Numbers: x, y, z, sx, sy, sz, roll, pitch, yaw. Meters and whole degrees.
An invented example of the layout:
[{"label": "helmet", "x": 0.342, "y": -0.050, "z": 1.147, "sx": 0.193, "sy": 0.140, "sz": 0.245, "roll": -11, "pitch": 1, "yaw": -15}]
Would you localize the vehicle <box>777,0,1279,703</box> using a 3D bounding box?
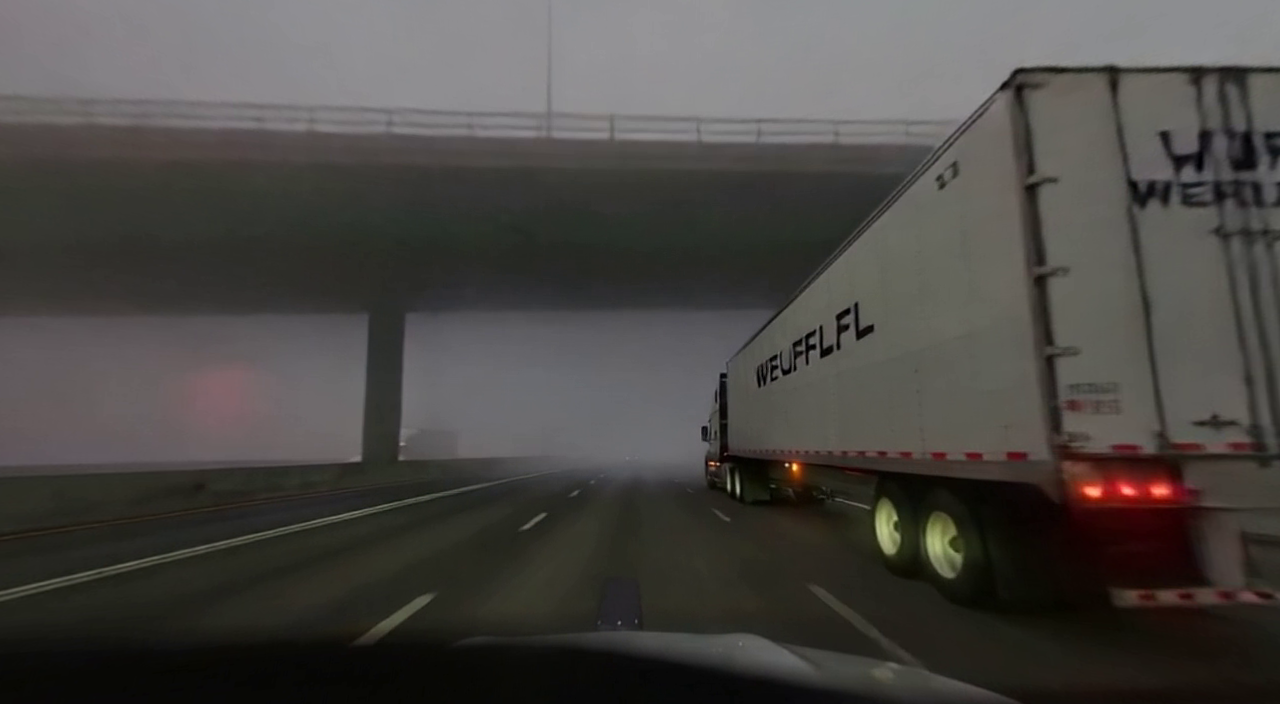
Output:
[{"label": "vehicle", "x": 4.035, "y": 0.456, "z": 7.121, "sx": 2.869, "sy": 4.013, "sz": 8.610, "roll": 0, "pitch": -9, "yaw": -1}]
